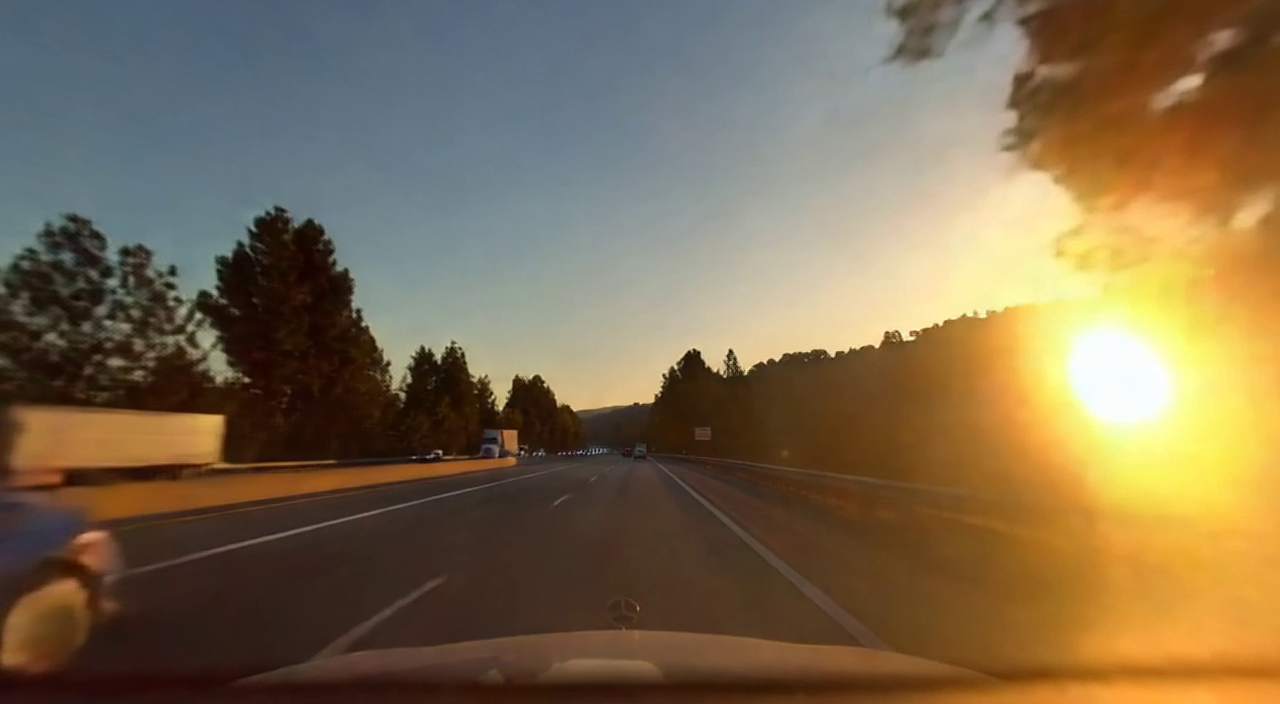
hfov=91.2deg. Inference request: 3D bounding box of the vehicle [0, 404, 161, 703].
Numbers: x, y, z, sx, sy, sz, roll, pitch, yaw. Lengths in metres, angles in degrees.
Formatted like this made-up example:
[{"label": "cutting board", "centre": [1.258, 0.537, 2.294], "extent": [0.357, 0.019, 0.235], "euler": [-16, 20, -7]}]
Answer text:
[{"label": "vehicle", "centre": [-4.011, 0.845, 1.906], "extent": [1.933, 1.497, 3.973], "euler": [0, -9, 0]}]
